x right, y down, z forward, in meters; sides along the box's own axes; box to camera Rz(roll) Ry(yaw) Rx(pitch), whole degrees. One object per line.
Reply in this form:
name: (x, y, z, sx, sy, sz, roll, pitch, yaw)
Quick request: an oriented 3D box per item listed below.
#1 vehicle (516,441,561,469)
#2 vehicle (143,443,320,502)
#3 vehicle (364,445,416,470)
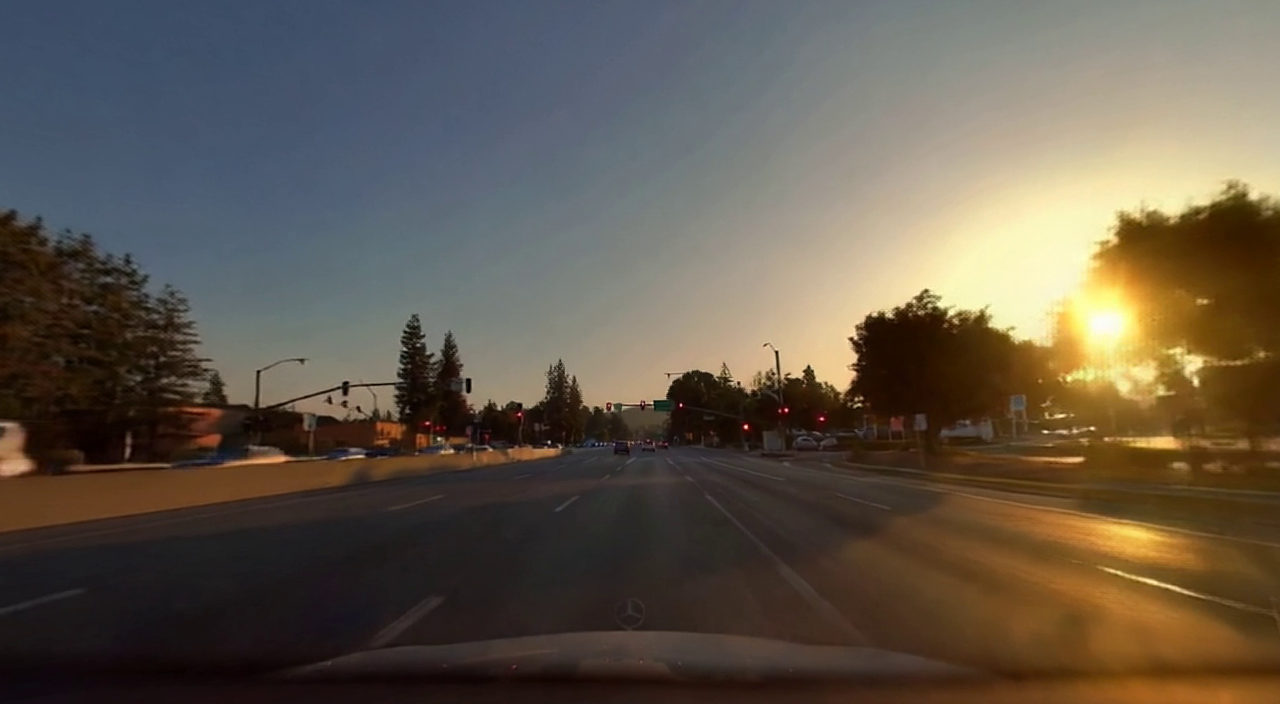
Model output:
vehicle: (-5.952, 6.066, 37.394, 1.843, 1.528, 4.121, 0, -8, 2)
vehicle: (-11.118, 3.269, 17.659, 1.937, 1.426, 4.529, 0, -8, 0)
vehicle: (-18.043, 7.620, 45.778, 1.926, 1.659, 4.426, 0, -8, 0)
